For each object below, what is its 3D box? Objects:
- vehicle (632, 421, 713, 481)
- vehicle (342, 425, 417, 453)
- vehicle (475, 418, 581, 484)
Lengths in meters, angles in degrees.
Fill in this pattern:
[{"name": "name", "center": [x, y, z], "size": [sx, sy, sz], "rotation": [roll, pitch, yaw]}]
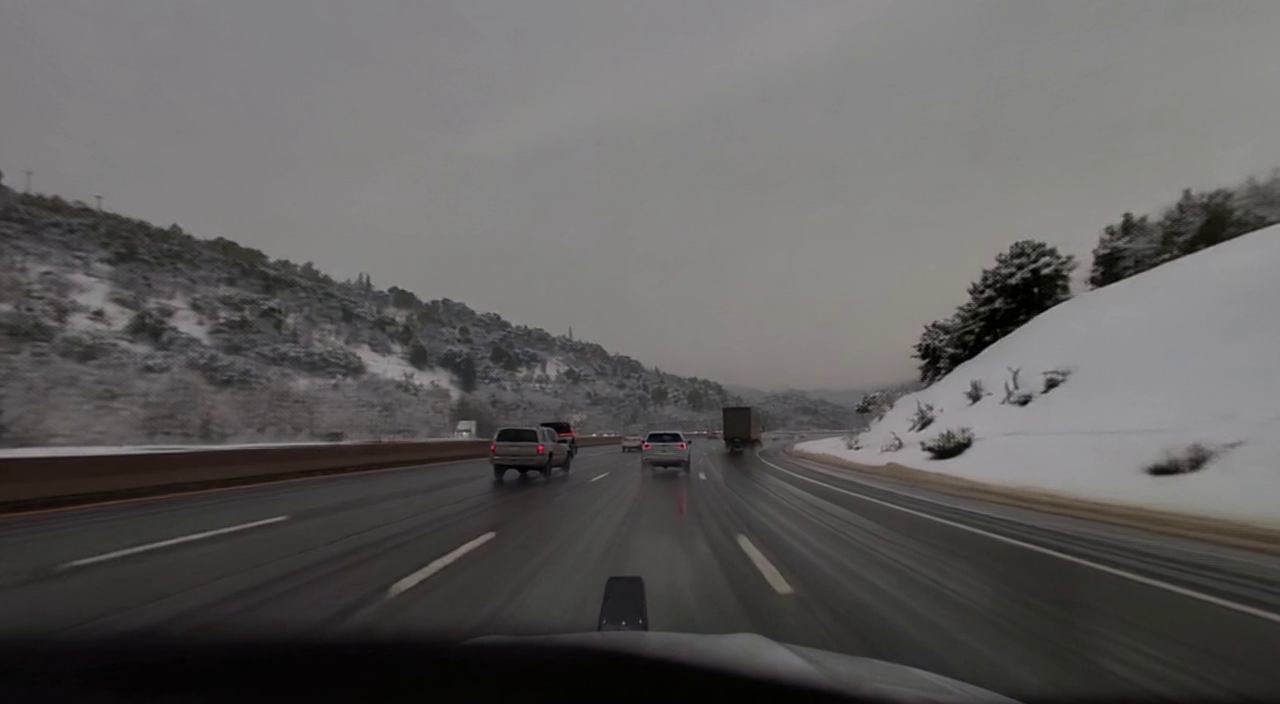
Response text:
[{"name": "vehicle", "center": [1.136, 3.366, 21.662], "size": [2.484, 1.820, 4.497], "rotation": [-1, -8, 4]}, {"name": "vehicle", "center": [-15.669, 5.293, 38.233], "size": [2.243, 1.558, 4.619], "rotation": [-1, -8, 6]}, {"name": "vehicle", "center": [-3.148, 2.925, 18.766], "size": [2.077, 1.712, 4.406], "rotation": [-1, -8, 4]}]
